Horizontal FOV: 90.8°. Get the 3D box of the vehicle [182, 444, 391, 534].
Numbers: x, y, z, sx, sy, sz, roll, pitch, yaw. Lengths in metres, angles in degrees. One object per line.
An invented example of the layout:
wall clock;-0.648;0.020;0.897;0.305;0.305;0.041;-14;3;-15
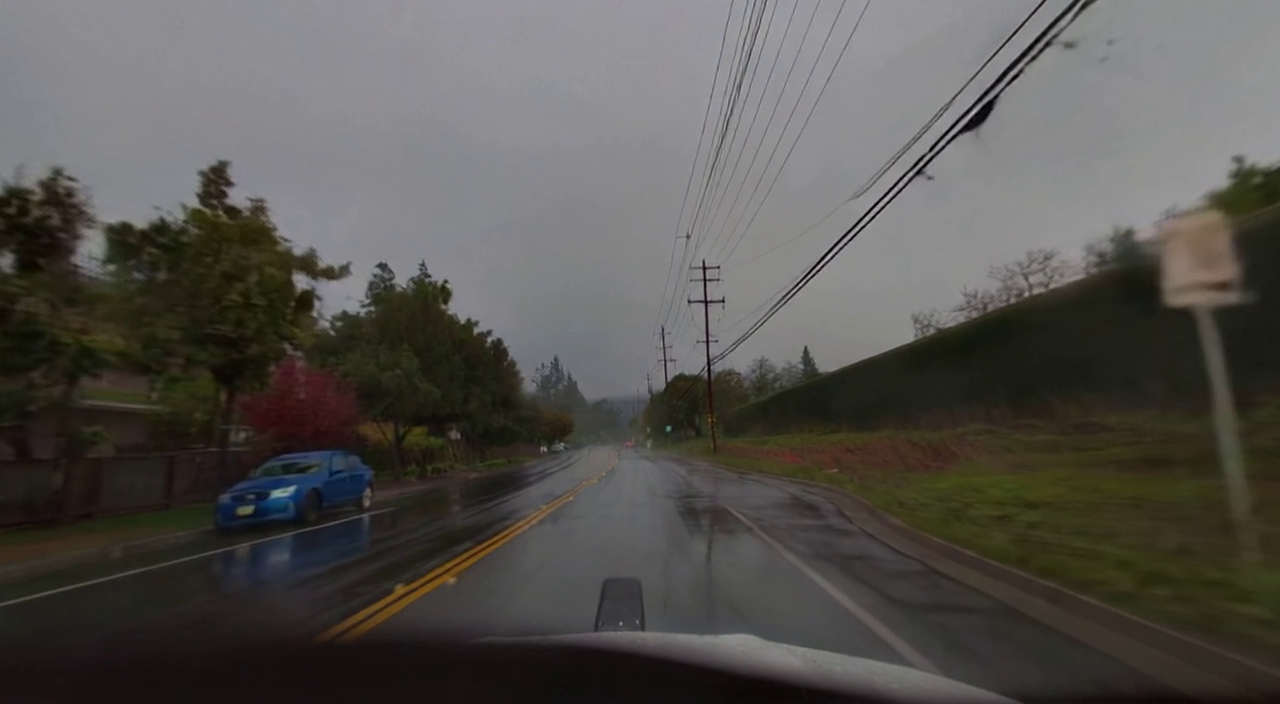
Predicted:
vehicle;-7.763;2.988;14.540;2.114;1.693;4.468;-1;-8;2
